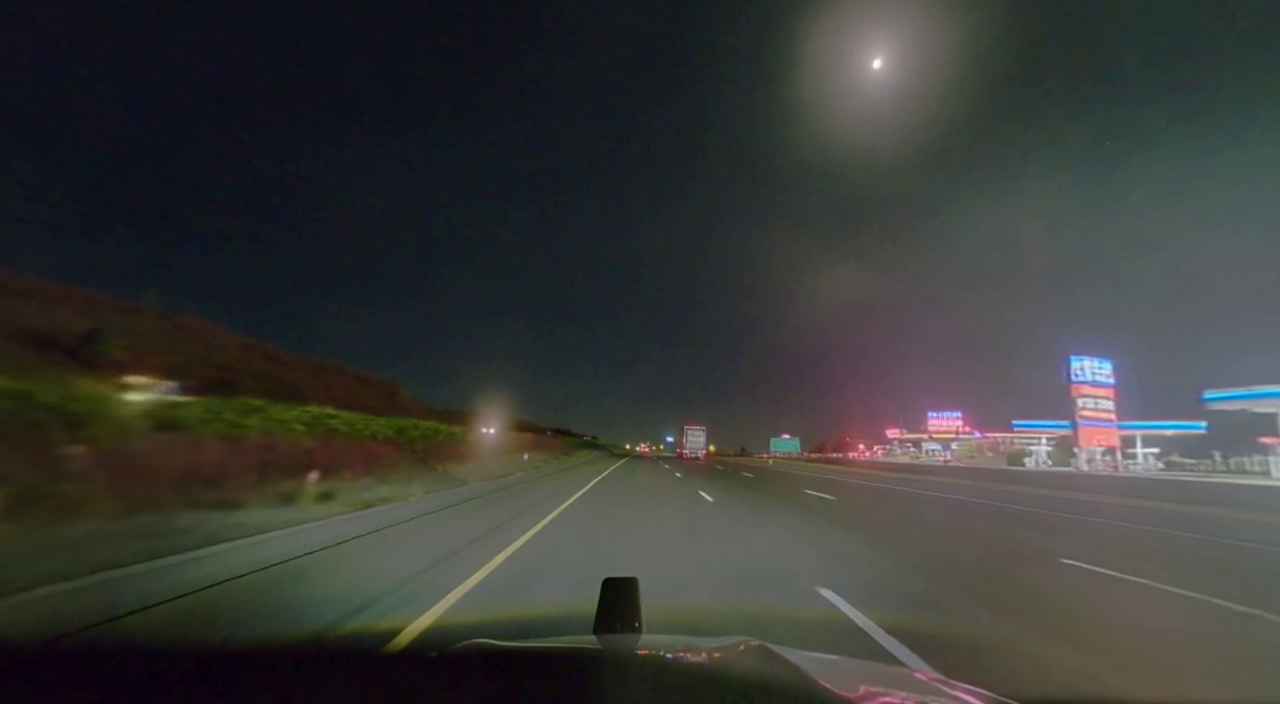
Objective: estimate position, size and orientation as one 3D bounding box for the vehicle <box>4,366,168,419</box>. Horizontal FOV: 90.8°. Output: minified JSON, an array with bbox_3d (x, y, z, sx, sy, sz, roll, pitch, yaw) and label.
[{"bbox_3d":[-20.531,1.617,23.751,1.827,1.603,4.752,0,-8,0],"label":"vehicle"}]
